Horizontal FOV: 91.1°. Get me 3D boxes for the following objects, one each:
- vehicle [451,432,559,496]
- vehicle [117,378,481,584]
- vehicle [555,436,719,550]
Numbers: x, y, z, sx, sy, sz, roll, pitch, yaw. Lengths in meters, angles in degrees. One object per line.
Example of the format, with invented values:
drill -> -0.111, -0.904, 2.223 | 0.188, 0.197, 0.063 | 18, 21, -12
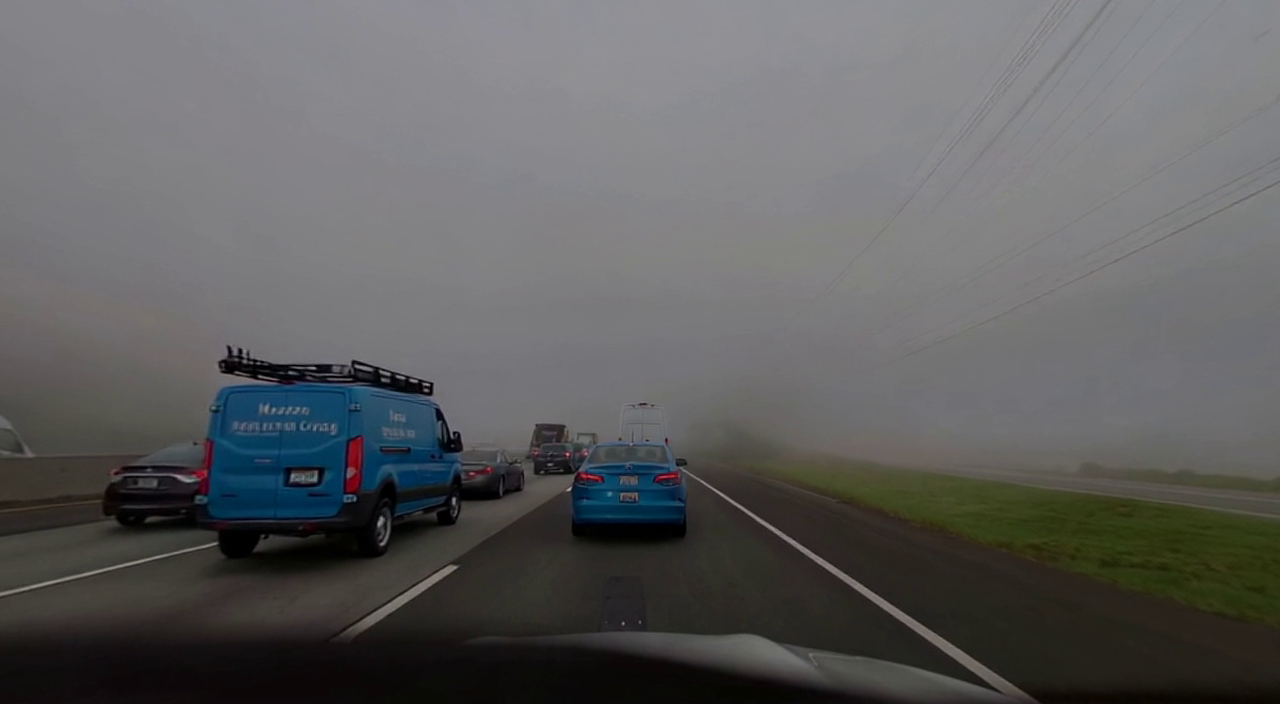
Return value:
vehicle -> -3.831, 3.268, 18.755 | 2.114, 1.657, 4.432 | 0, -8, 2
vehicle -> -3.833, 1.556, 8.318 | 2.142, 1.952, 4.556 | 0, -8, 1
vehicle -> -0.065, 2.082, 10.006 | 2.054, 1.421, 4.090 | 0, -8, -1
